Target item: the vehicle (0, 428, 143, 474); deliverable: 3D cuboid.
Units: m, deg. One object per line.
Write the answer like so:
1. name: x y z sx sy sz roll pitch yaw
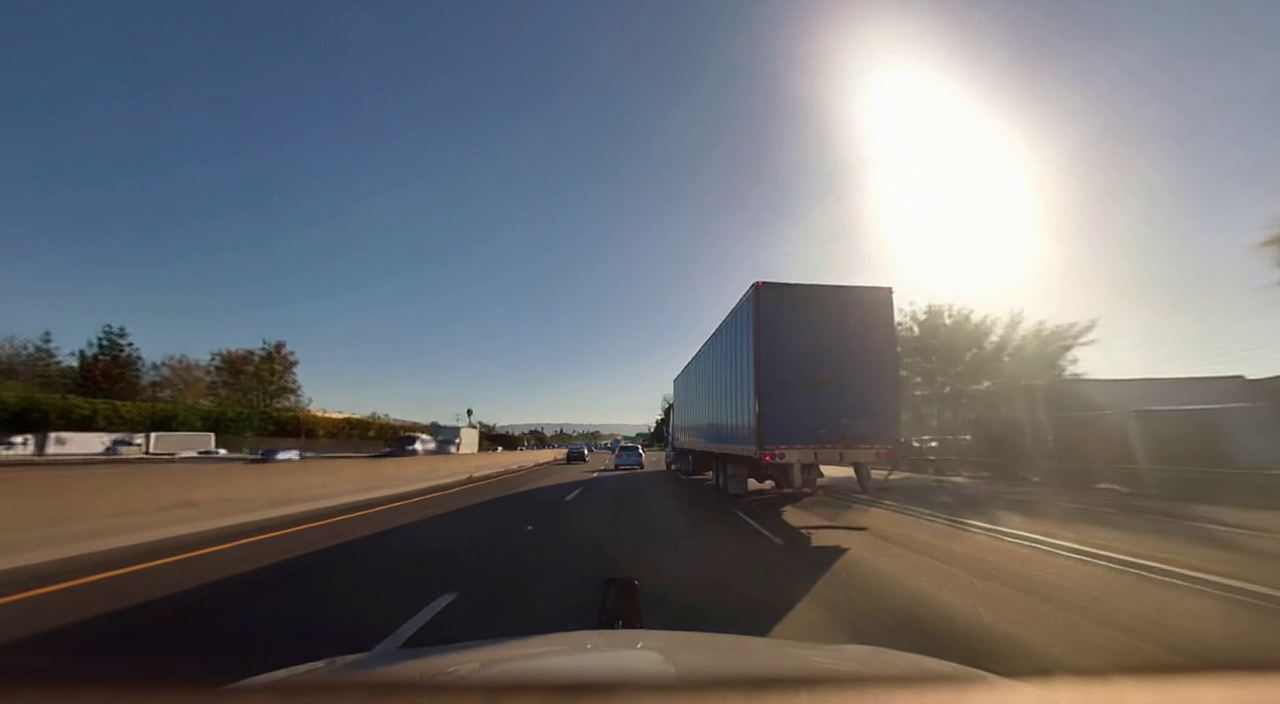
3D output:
1. vehicle: -40.305 6.980 44.583 7.735 2.972 2.679 5 -10 -31

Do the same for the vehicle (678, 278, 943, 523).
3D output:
1. vehicle: 3.287 1.964 18.556 2.996 4.123 15.965 0 -9 -1

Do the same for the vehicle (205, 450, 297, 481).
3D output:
1. vehicle: -20.378 5.930 33.332 1.867 1.496 4.627 0 -9 0

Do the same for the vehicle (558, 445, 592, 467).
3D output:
1. vehicle: -4.594 7.385 45.098 1.995 1.491 4.317 0 -9 0

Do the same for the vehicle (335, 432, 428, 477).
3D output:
1. vehicle: -13.314 5.363 33.109 2.323 2.123 5.905 0 -9 0

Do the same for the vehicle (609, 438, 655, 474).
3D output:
1. vehicle: -0.412 5.245 32.083 2.191 1.685 4.015 0 -9 0
